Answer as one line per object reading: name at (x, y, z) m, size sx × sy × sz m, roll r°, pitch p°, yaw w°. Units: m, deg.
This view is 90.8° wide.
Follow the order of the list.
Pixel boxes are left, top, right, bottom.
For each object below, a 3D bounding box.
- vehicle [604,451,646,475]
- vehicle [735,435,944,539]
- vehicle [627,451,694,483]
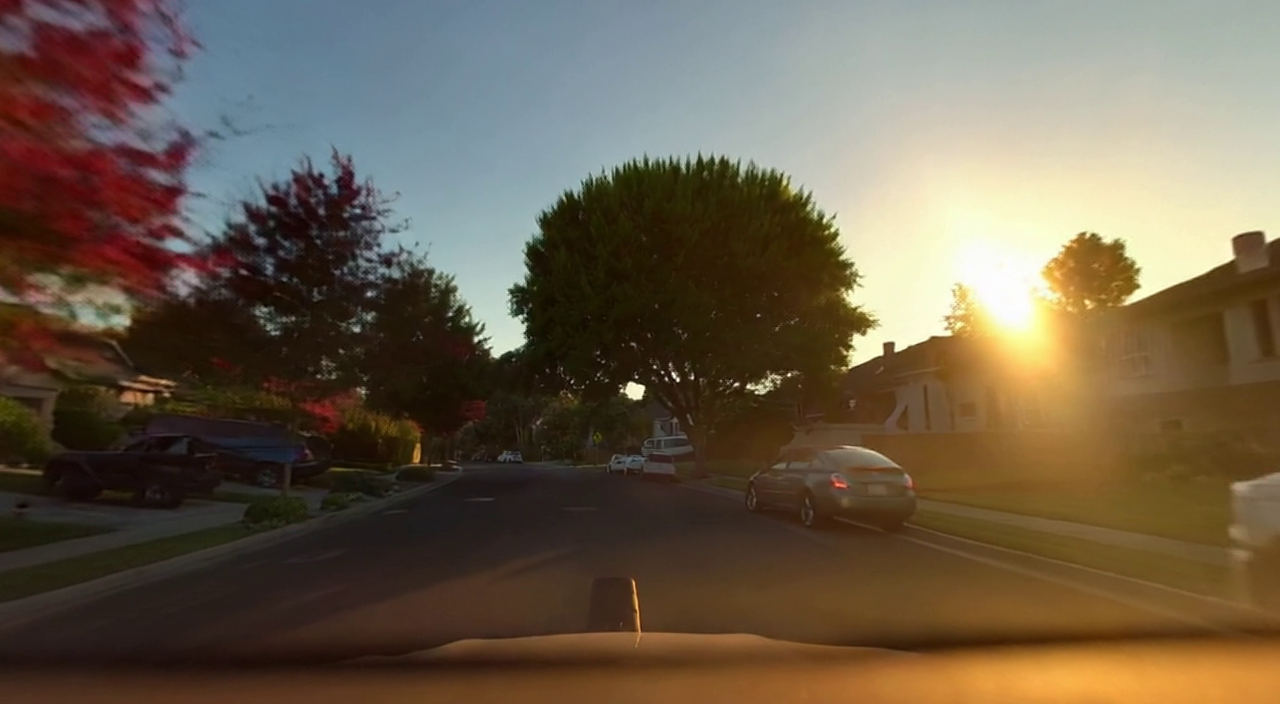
vehicle at (-1.092, 7.475, 42.697) m, size 1.915 × 1.480 × 4.591 m, roll 2°, pitch -9°, yaw -13°
vehicle at (3.902, 2.714, 13.562) m, size 2.111 × 1.771 × 4.942 m, roll 1°, pitch -9°, yaw -11°
vehicle at (0.964, 5.942, 33.064) m, size 2.193 × 1.504 × 4.576 m, roll 2°, pitch -9°, yaw -15°
